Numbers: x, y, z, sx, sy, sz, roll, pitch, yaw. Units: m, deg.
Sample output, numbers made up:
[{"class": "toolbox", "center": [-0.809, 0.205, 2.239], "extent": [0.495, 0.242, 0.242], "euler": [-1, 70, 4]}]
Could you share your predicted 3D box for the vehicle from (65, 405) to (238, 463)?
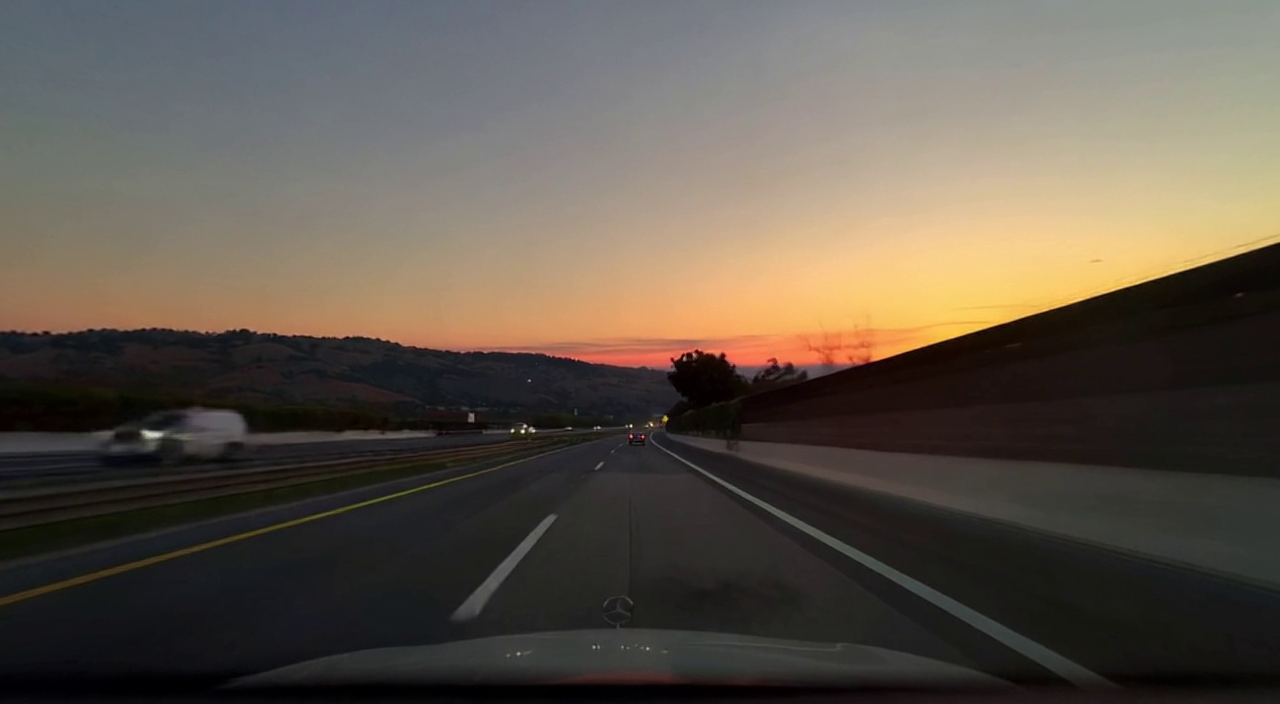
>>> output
[{"class": "vehicle", "center": [-15.446, 2.645, 20.262], "extent": [1.969, 1.645, 4.421], "euler": [0, -8, 0]}]
